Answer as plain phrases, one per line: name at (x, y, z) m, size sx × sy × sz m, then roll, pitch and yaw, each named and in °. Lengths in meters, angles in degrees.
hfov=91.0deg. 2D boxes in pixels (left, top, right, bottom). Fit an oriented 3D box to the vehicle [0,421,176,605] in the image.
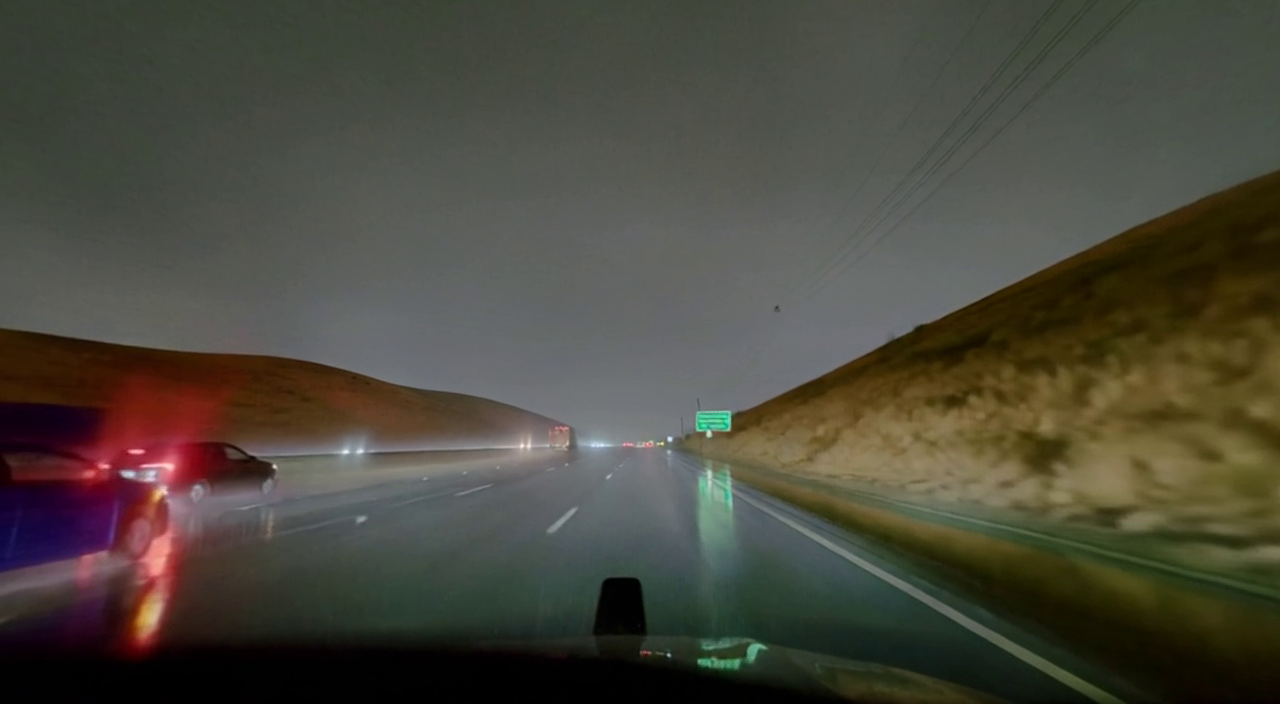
vehicle at (-6.164, 1.216, 4.567) m, size 1.955 × 1.469 × 4.554 m, roll 0°, pitch -9°, yaw 3°
